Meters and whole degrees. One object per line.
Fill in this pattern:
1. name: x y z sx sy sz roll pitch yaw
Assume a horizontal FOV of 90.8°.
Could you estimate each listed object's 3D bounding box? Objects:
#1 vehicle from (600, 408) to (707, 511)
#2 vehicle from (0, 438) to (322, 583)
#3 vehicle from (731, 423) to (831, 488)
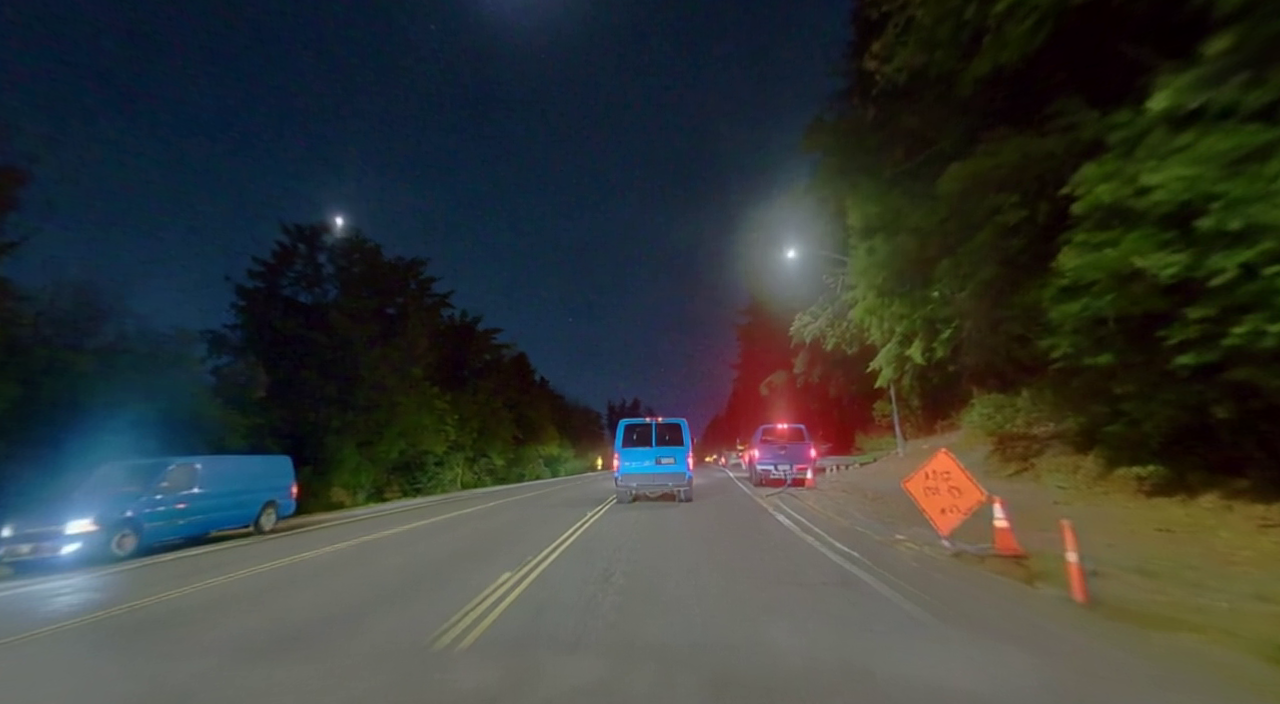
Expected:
1. vehicle: 0.481 2.736 16.498 2.362 2.247 4.892 -1 -9 5
2. vehicle: -8.204 2.450 11.023 2.055 1.809 5.906 0 -9 2
3. vehicle: 5.012 3.846 23.880 2.833 2.033 7.668 -1 -9 6
